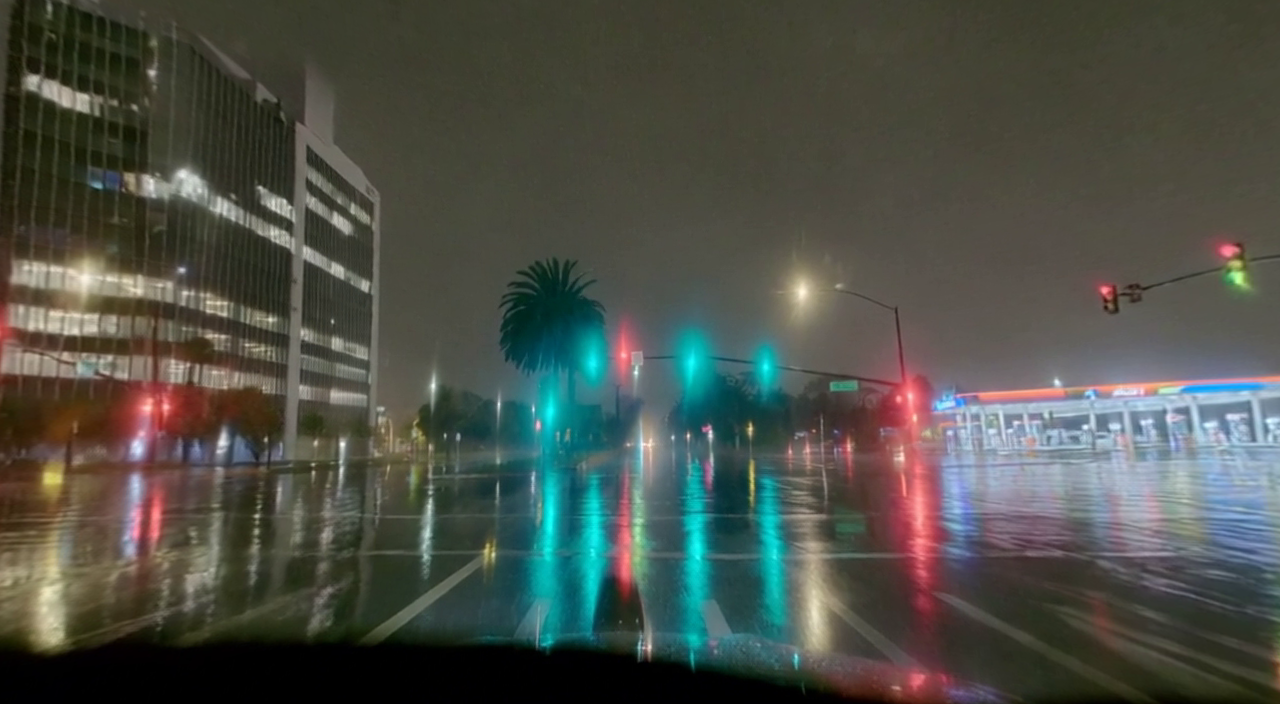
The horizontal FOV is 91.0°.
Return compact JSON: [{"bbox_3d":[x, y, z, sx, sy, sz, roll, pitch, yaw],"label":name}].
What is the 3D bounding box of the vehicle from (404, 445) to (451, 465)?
[{"bbox_3d":[-16.380,7.966,48.853,2.033,1.467,4.504,0,-8,1],"label":"vehicle"}]
